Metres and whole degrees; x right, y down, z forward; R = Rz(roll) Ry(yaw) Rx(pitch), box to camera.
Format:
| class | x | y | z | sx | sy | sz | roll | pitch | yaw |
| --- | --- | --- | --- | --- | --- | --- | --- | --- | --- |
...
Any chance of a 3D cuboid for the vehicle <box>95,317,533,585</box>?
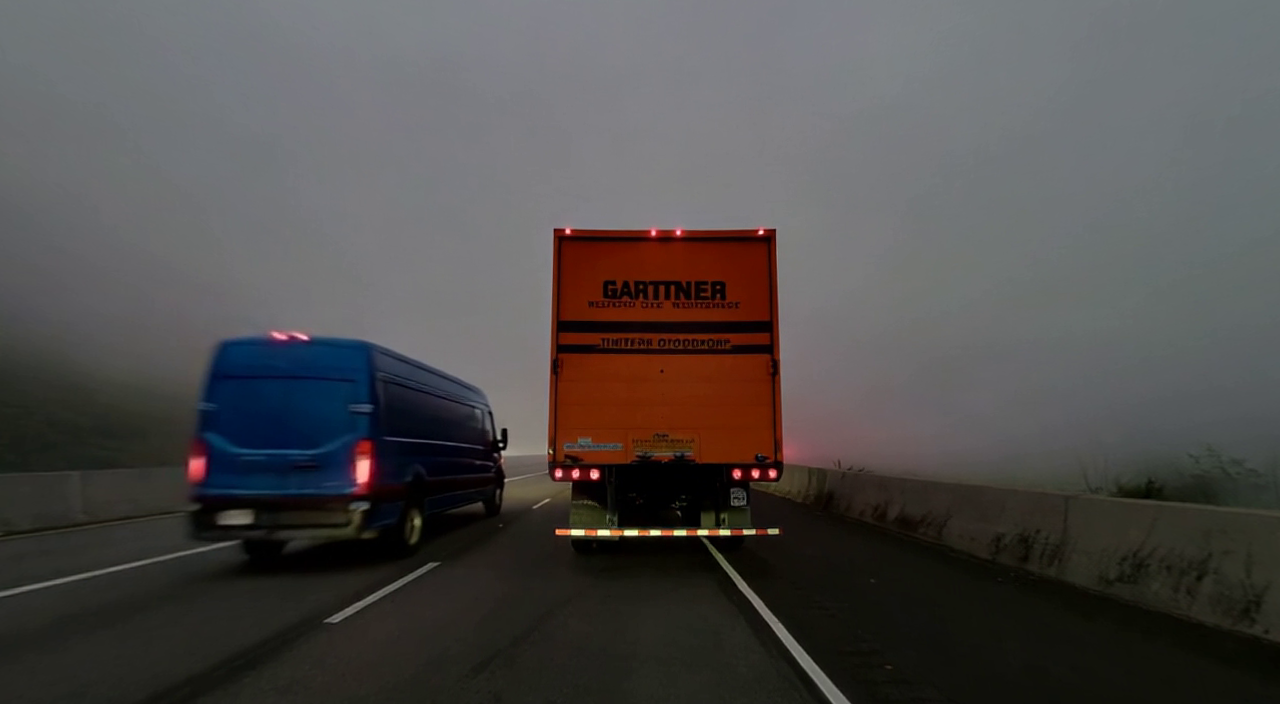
| class | x | y | z | sx | sy | sz | roll | pitch | yaw |
| --- | --- | --- | --- | --- | --- | --- | --- | --- | --- |
| vehicle | -4.400 | 1.877 | 12.212 | 2.790 | 2.893 | 10.715 | 0 | -9 | 0 |

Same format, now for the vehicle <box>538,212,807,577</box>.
| class | x | y | z | sx | sy | sz | roll | pitch | yaw |
| --- | --- | --- | --- | --- | --- | --- | --- | --- | --- |
| vehicle | 0.478 | 1.215 | 12.226 | 2.853 | 4.054 | 10.557 | 0 | -9 | 2 |
